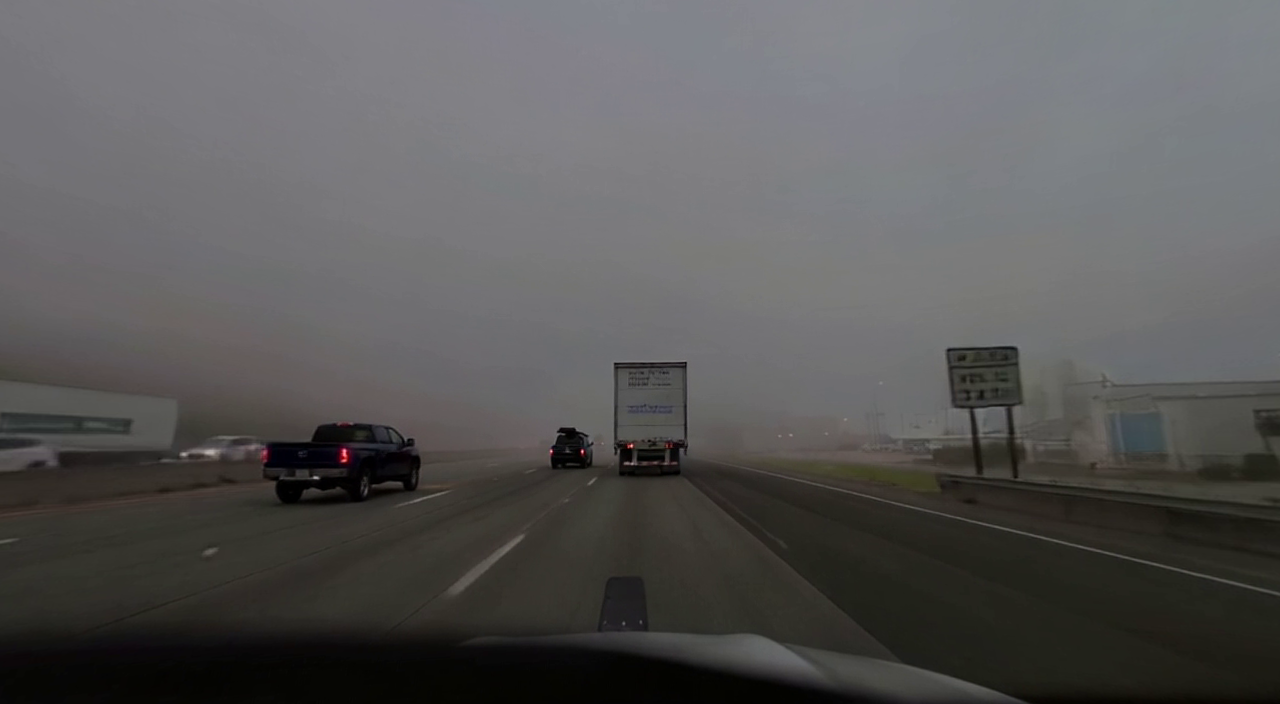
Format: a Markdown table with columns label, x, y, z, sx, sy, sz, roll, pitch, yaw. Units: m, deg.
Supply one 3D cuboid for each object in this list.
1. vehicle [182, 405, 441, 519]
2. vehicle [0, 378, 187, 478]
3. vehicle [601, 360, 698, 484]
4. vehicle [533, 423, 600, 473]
| label | x | y | z | sx | sy | sz | roll | pitch | yaw |
| --- | --- | --- | --- | --- | --- | --- | --- | --- | --- |
| vehicle | -6.683 | 2.365 | 14.024 | 2.479 | 1.978 | 5.952 | 0 | -9 | 1 |
| vehicle | -24.012 | 3.350 | 26.588 | 2.767 | 3.509 | 9.241 | 0 | -9 | 0 |
| vehicle | 0.268 | 2.871 | 24.241 | 2.941 | 3.794 | 9.851 | 0 | -9 | 0 |
| vehicle | -3.276 | 4.510 | 29.662 | 2.379 | 2.075 | 6.169 | 0 | -9 | 0 |
